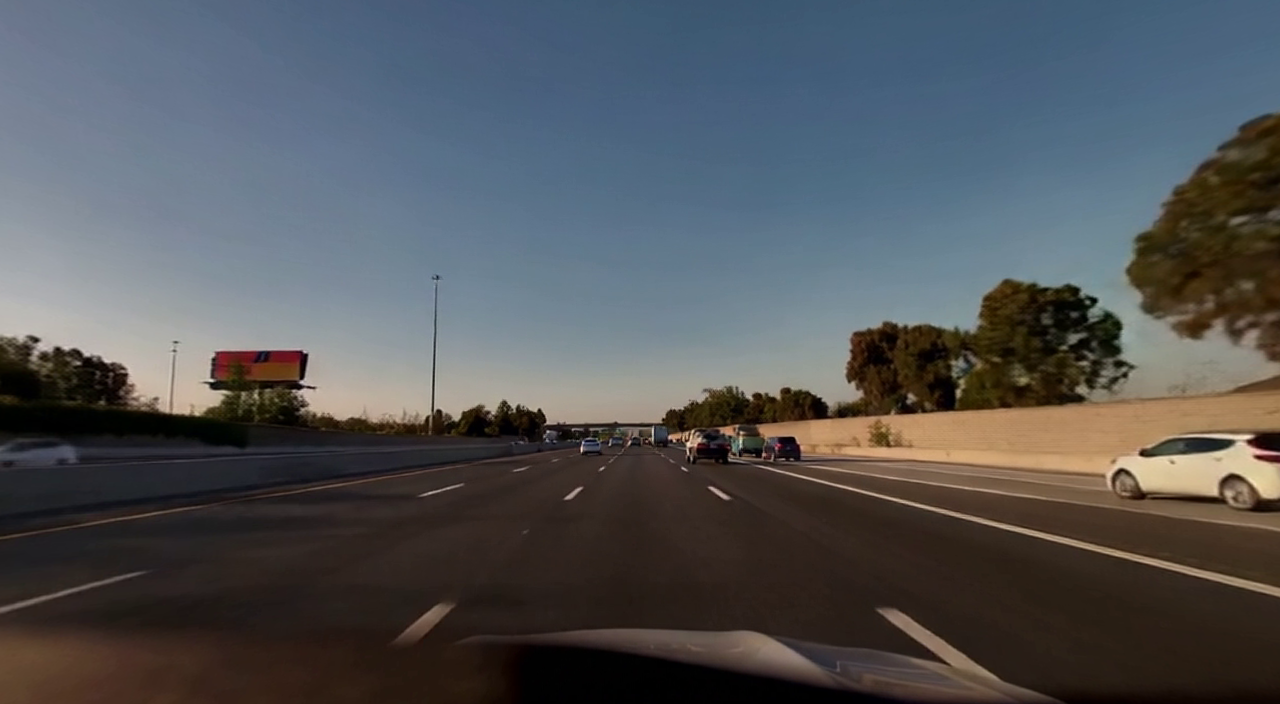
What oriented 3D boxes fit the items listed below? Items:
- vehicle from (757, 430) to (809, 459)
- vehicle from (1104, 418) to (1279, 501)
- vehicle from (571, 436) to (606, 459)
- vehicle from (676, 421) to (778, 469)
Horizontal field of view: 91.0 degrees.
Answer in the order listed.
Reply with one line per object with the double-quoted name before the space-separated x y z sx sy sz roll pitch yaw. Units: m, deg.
"vehicle" 10.126 6.633 45.148 2.184 1.873 5.466 0 -8 -3
"vehicle" 15.055 2.626 15.592 2.261 1.824 5.678 1 -8 -8
"vehicle" -3.482 6.548 43.283 2.066 1.500 4.415 0 -8 0
"vehicle" 4.024 4.908 33.267 3.042 2.004 14.051 0 -8 -2
